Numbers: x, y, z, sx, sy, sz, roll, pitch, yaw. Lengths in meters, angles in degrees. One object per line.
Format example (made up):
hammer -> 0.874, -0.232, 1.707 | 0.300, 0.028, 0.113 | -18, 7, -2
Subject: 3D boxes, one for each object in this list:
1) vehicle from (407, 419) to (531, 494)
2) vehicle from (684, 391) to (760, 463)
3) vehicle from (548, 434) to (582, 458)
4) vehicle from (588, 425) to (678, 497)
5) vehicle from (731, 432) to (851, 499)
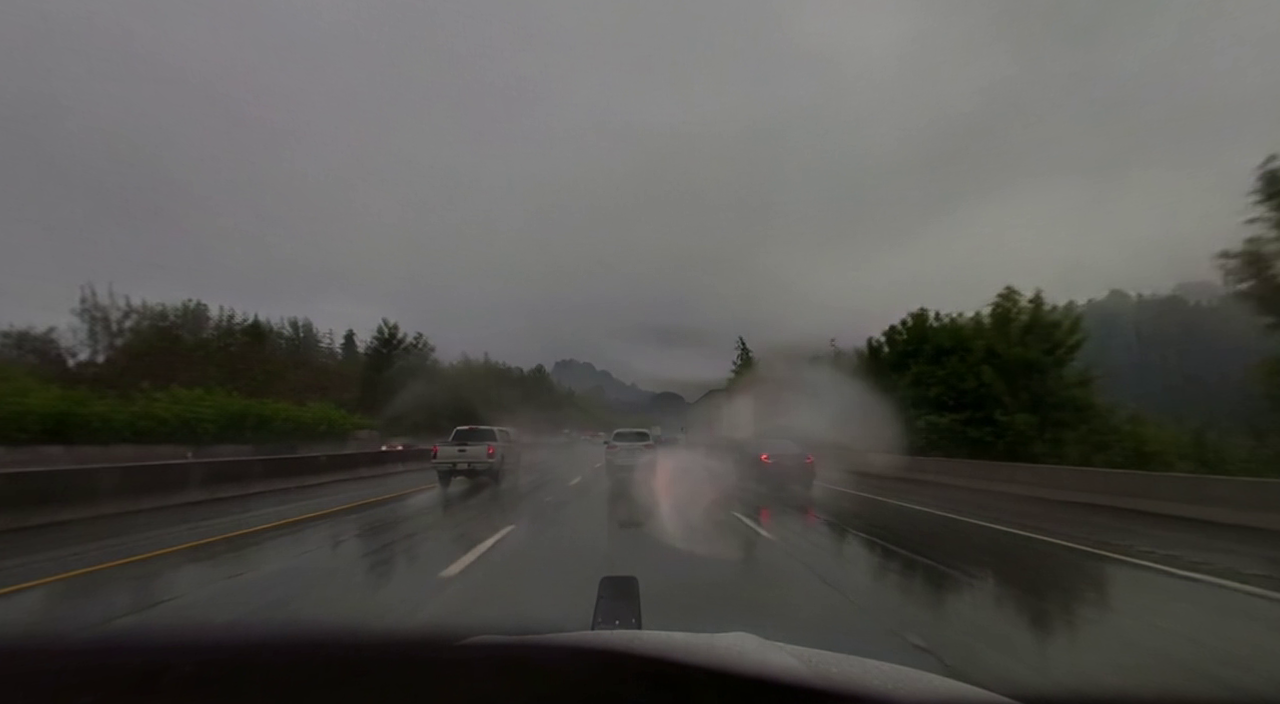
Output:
vehicle -> -4.533, 2.840, 17.590 | 2.101, 1.767, 4.702 | 0, -8, 0
vehicle -> 5.202, 5.236, 43.178 | 2.888, 4.135, 14.071 | 0, -8, -2
vehicle -> -5.420, 6.885, 46.138 | 1.971, 1.648, 3.983 | 0, -8, 0
vehicle -> -0.198, 2.781, 16.534 | 2.083, 1.647, 3.799 | 0, -8, -1
vehicle -> 3.670, 2.807, 16.109 | 1.951, 1.477, 3.963 | 0, -8, -2
